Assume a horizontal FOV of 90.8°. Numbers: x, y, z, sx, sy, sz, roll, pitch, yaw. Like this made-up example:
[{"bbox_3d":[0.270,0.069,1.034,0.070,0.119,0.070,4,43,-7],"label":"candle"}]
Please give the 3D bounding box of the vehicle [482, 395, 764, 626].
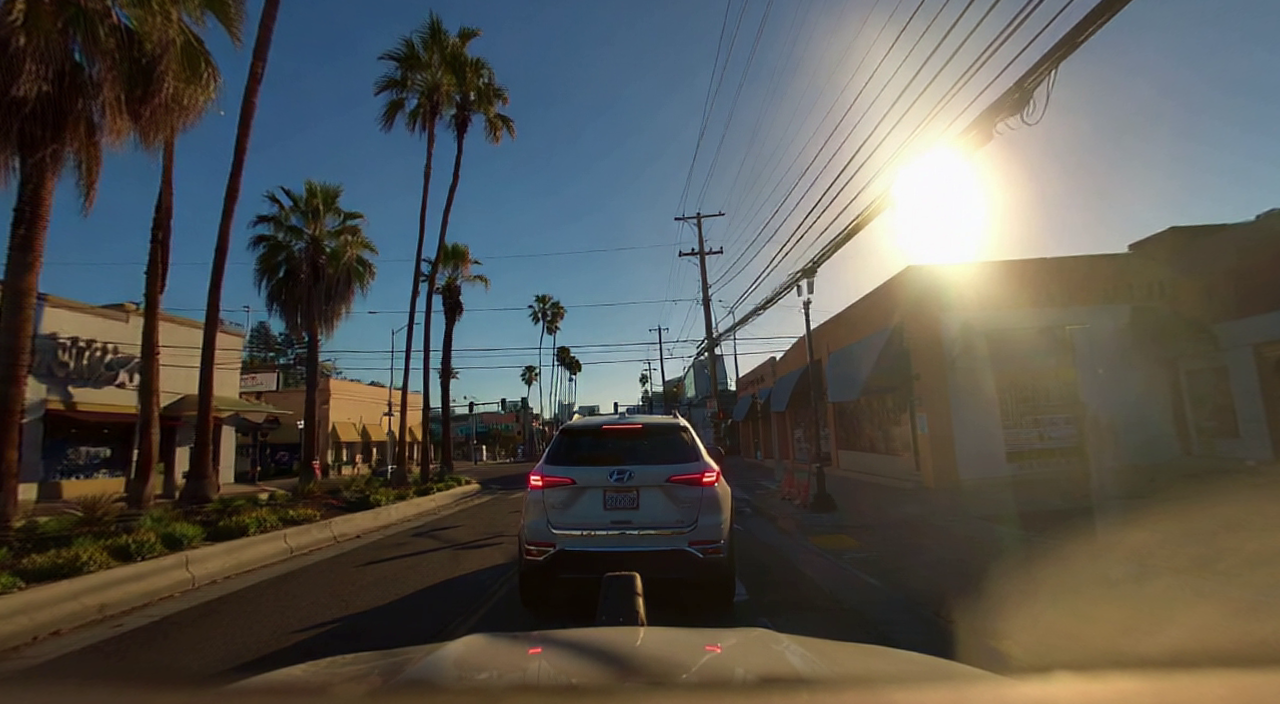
[{"bbox_3d":[-0.210,1.453,6.684,2.105,1.702,3.750,0,-8,-3],"label":"vehicle"}]
